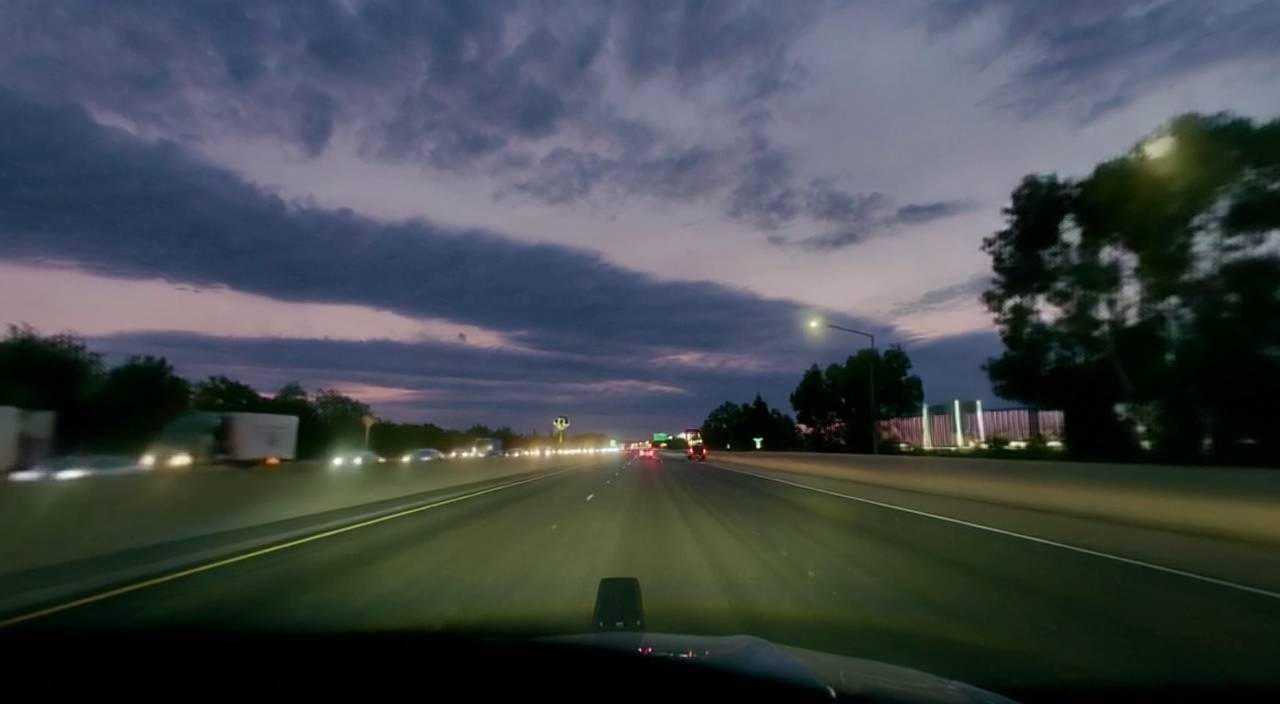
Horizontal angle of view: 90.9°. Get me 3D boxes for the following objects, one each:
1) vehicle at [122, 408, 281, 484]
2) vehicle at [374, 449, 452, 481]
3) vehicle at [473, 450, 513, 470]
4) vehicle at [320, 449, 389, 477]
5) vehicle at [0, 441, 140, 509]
[{"bbox_3d":[-19.861,4.357,29.148,2.453,3.116,6.439,-1,-9,2],"label":"vehicle"},{"bbox_3d":[-10.906,5.437,30.599,1.953,1.442,4.571,-1,-9,2],"label":"vehicle"},{"bbox_3d":[-11.018,8.158,47.654,1.847,1.440,4.488,-1,-9,1],"label":"vehicle"},{"bbox_3d":[-15.795,6.137,35.109,1.908,1.460,4.013,-1,-9,1],"label":"vehicle"},{"bbox_3d":[-15.927,3.174,16.593,1.881,1.593,4.370,0,-9,0],"label":"vehicle"}]
